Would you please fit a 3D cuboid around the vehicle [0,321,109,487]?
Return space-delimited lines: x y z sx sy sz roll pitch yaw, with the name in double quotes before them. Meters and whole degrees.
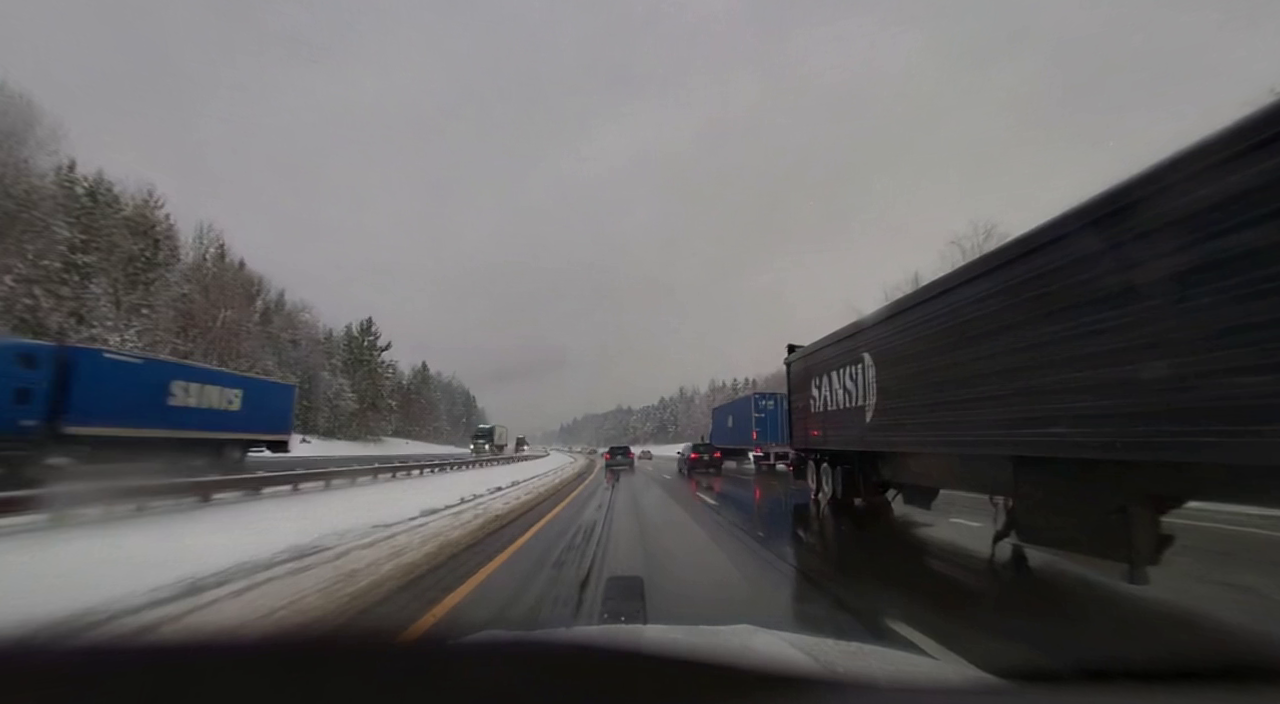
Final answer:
"vehicle" -16.944 1.243 15.149 2.955 3.956 5.855 0 -9 -1

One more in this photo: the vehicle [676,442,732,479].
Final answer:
"vehicle" 2.918 5.051 29.531 2.013 1.623 3.916 0 -9 -3

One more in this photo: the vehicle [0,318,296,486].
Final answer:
"vehicle" -17.145 2.255 21.851 2.843 4.028 14.083 0 -9 -1

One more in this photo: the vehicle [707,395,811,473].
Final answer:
"vehicle" 6.861 5.319 39.497 2.965 3.990 14.227 1 -9 -3

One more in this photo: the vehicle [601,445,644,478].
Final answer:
"vehicle" -0.890 5.506 31.848 2.050 1.534 3.771 0 -9 -2
